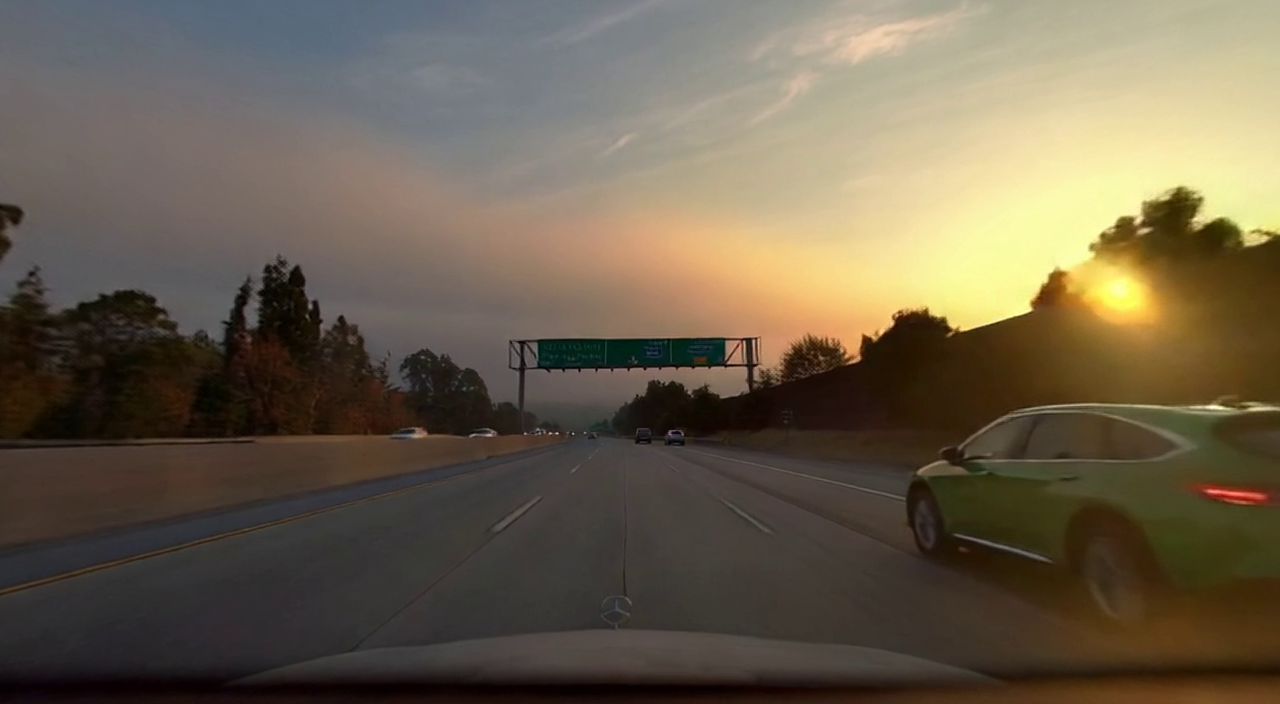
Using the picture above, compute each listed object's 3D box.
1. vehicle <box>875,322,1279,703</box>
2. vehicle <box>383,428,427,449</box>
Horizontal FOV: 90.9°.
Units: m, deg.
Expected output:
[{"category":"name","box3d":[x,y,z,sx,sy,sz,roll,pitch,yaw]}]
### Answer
[{"category":"vehicle","box3d":[3.505,0.961,4.235,2.107,1.642,4.331,0,-8,-1]},{"category":"vehicle","box3d":[-16.969,6.258,45.600,1.750,1.471,3.894,0,-8,-2]}]
